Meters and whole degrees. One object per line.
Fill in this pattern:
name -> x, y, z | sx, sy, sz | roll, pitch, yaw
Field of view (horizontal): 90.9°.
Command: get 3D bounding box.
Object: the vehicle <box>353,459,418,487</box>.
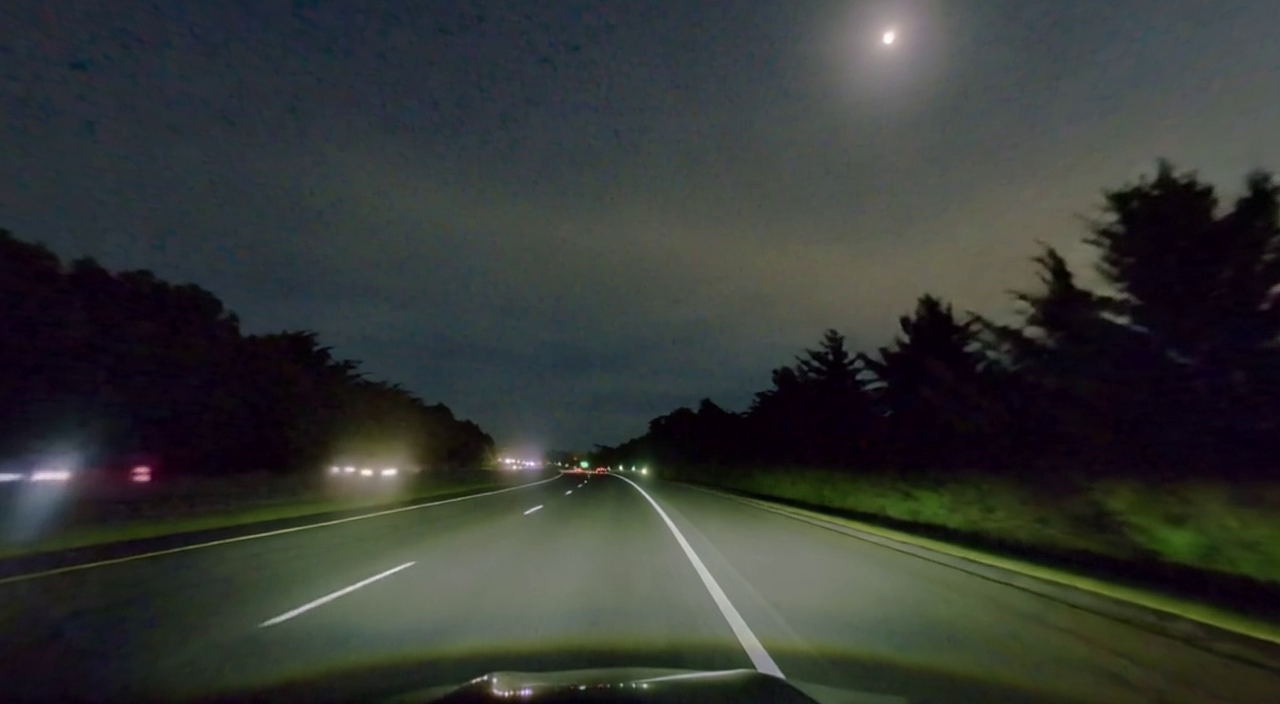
vehicle -> -14.168, 6.768, 35.349 | 1.927, 1.400, 4.347 | 1, -11, -1

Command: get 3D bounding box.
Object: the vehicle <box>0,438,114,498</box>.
vehicle -> -18.199, 3.380, 18.391 | 1.874, 1.601, 4.334 | 1, -11, 0
